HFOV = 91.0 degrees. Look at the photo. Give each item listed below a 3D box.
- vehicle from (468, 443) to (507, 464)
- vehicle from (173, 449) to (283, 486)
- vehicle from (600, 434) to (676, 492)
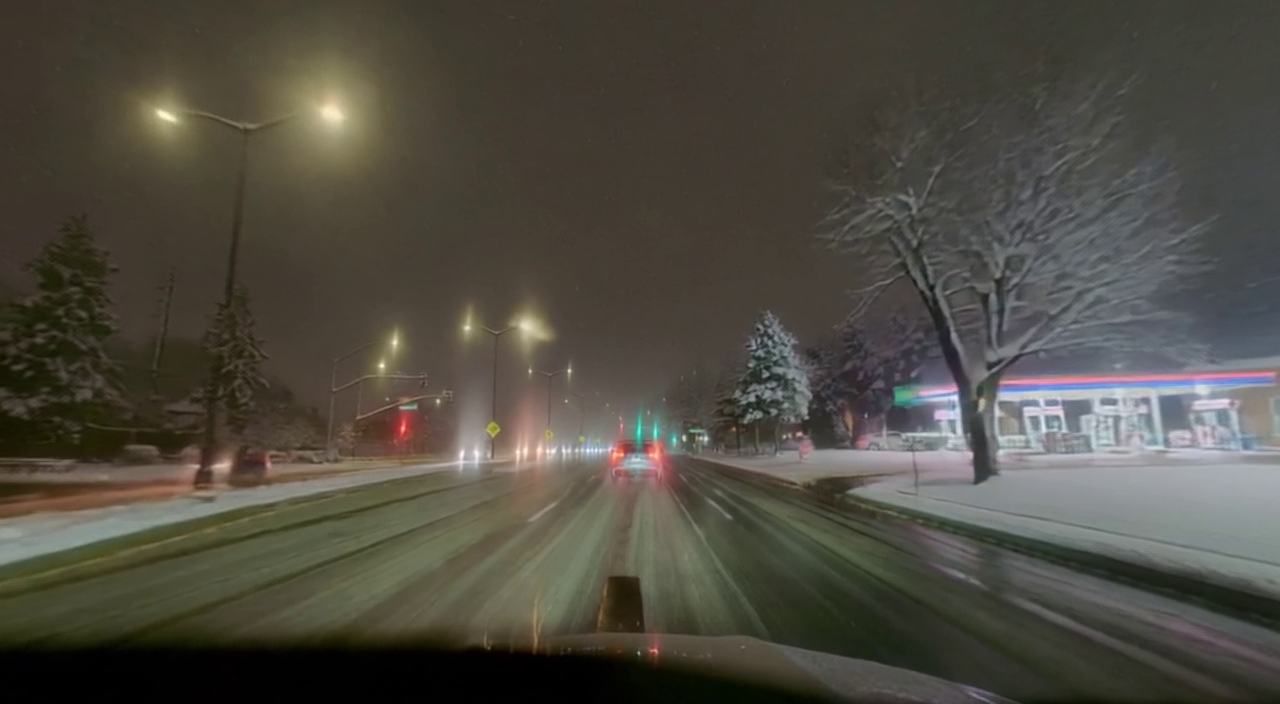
[{"bbox_3d":[-11.866,7.897,49.150,1.868,1.516,4.321,0,-8,1],"label":"vehicle"},{"bbox_3d":[-19.176,5.355,29.591,1.940,1.525,4.654,0,-8,1],"label":"vehicle"},{"bbox_3d":[-0.038,3.308,19.143,2.062,1.519,4.214,1,-8,0],"label":"vehicle"}]
